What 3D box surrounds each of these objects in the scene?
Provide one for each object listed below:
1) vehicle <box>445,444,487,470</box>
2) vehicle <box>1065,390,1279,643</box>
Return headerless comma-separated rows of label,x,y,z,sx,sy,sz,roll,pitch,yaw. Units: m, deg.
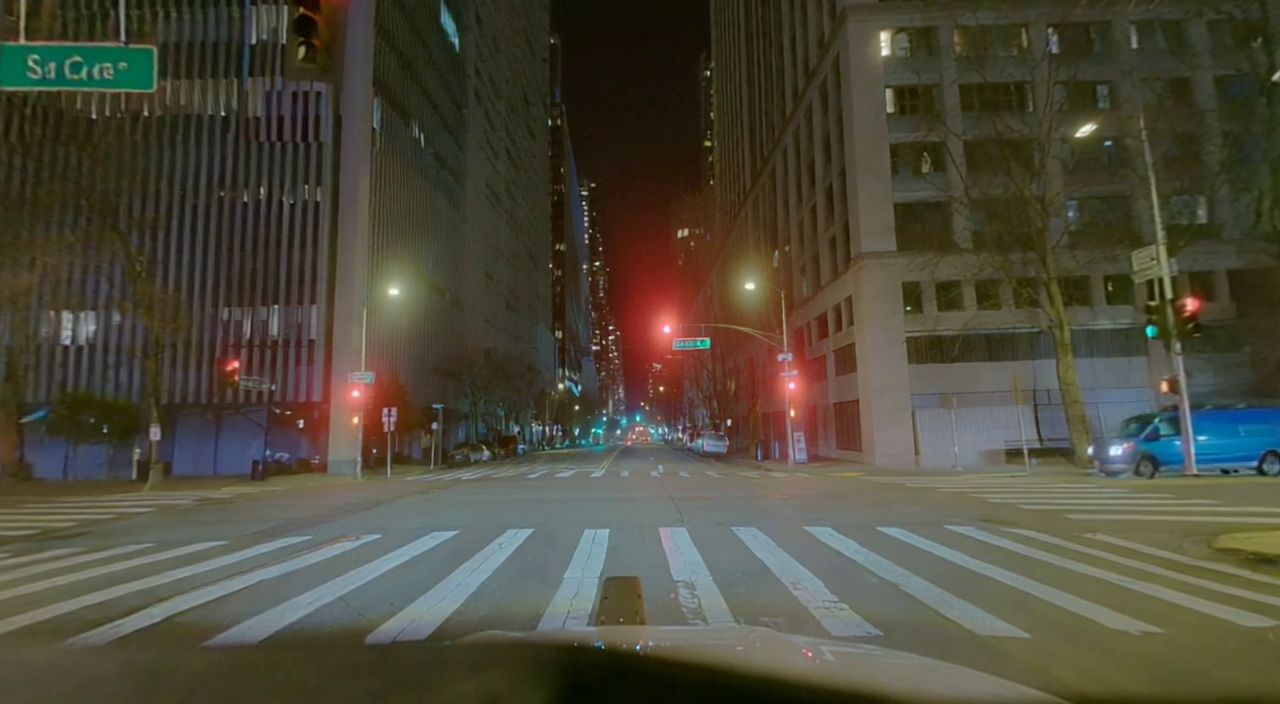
vehicle,-12.450,7.505,45.379,1.935,1.639,4.244,-3,-8,-2
vehicle,5.657,1.138,4.262,2.070,1.804,4.881,0,-8,-1
